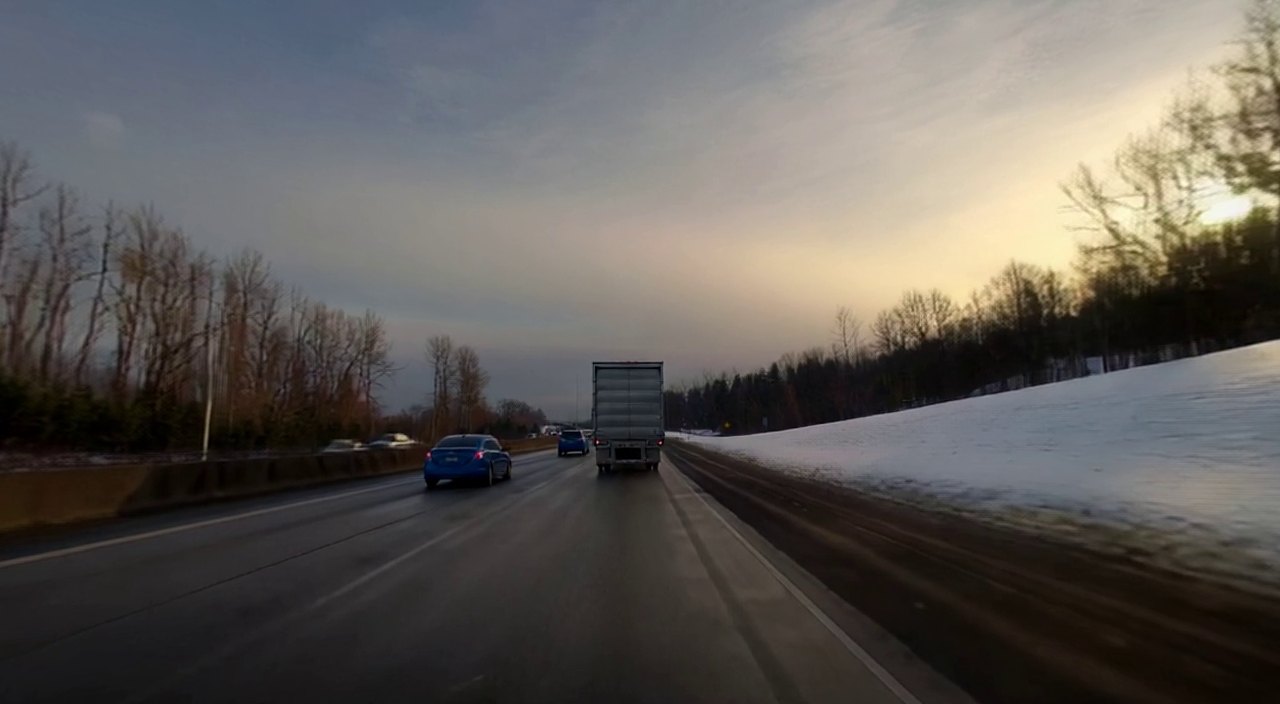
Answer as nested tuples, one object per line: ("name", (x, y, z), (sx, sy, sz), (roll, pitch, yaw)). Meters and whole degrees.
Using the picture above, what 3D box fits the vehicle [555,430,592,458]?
("vehicle", (-4.556, 6.357, 43.774), (2.019, 1.834, 4.644), (0, -8, 0))

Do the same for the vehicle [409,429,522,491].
("vehicle", (-4.742, 2.972, 17.800), (1.931, 1.539, 4.441), (0, -8, 0))

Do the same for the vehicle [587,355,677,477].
("vehicle", (-0.371, 2.763, 25.884), (2.953, 4.041, 10.072), (0, -8, -1))

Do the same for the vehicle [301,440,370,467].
("vehicle", (-18.140, 6.024, 37.658), (1.883, 1.499, 4.621), (0, -8, -1))
